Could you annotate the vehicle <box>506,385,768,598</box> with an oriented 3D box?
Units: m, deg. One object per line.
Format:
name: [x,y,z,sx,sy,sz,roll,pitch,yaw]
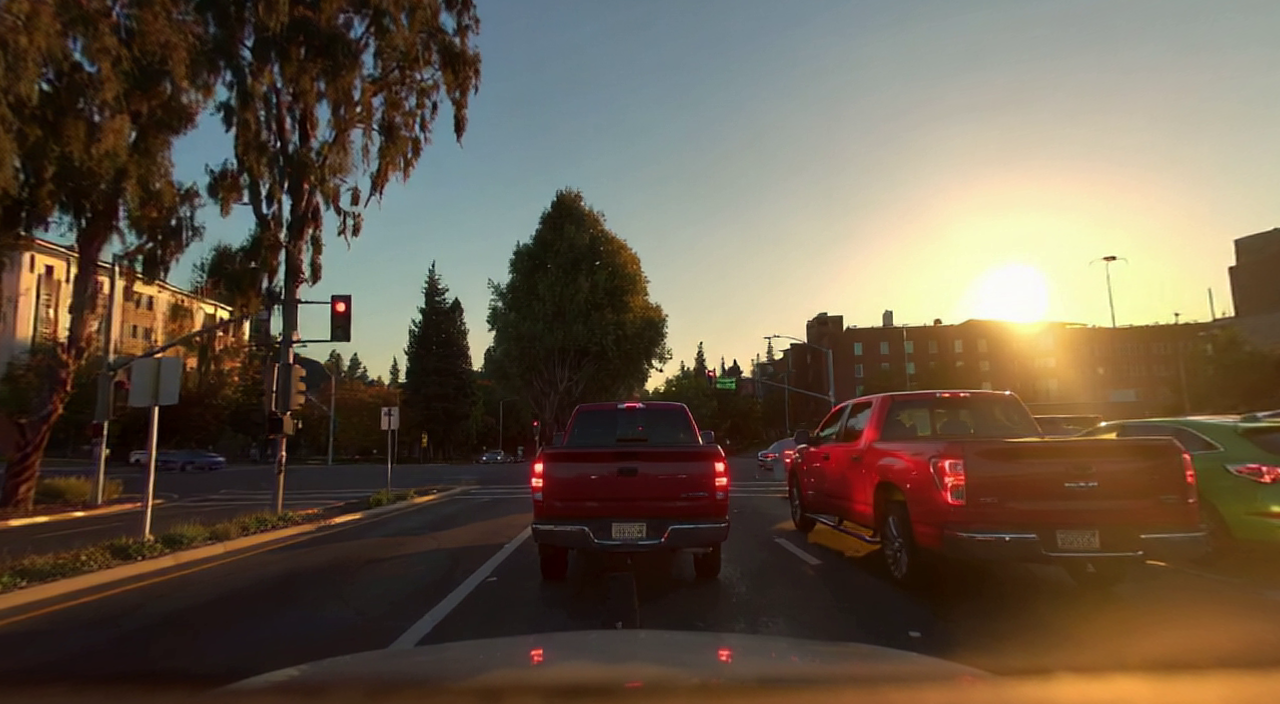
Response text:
vehicle: [-0.050,1.568,8.002,2.240,1.821,5.001,0,-9,-1]

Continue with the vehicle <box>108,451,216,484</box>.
vehicle: [-26.355,6.332,35.028,4.437,1.669,1.936,5,-10,-30]

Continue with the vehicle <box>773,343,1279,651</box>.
vehicle: [3.327,1.331,6.922,2.412,1.953,5.682,0,-9,-1]
